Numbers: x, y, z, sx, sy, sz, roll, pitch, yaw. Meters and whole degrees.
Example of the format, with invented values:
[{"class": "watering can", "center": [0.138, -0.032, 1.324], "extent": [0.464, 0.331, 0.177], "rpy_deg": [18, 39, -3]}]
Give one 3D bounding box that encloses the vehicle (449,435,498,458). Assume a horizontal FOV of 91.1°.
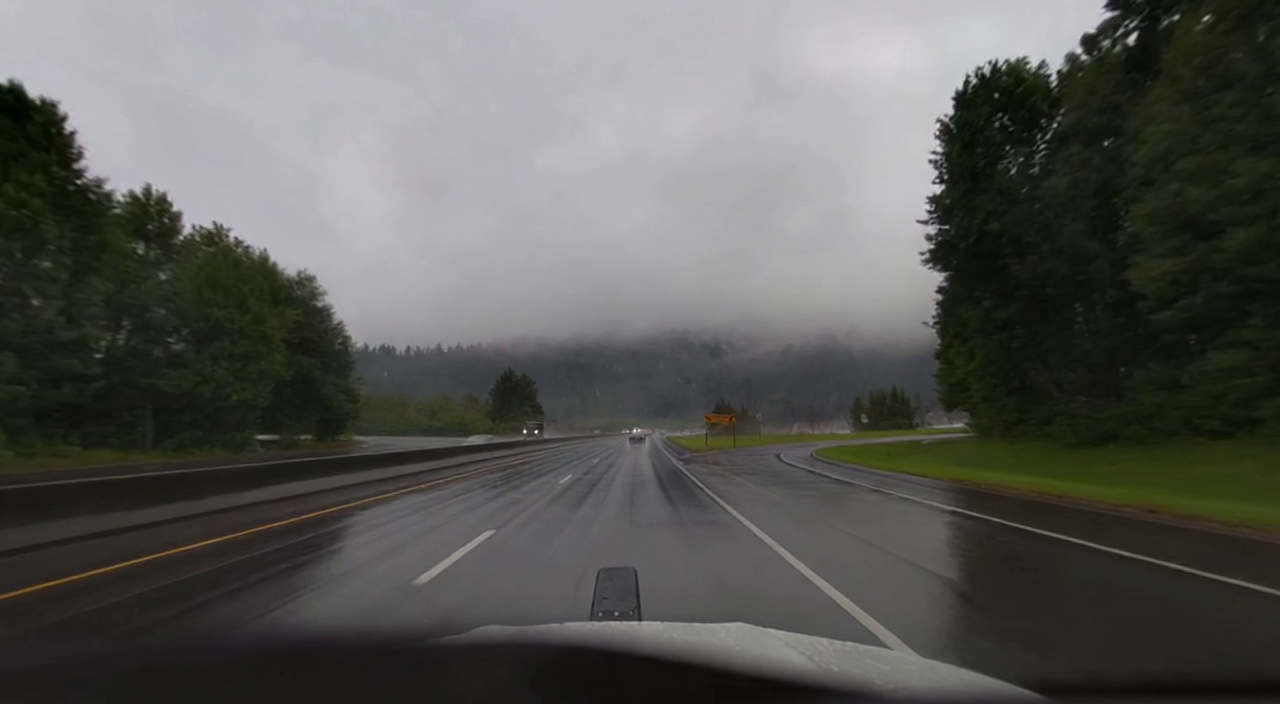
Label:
[{"class": "vehicle", "center": [-10.720, 6.093, 40.851], "extent": [1.832, 1.366, 4.633], "rpy_deg": [0, -8, 1]}]
